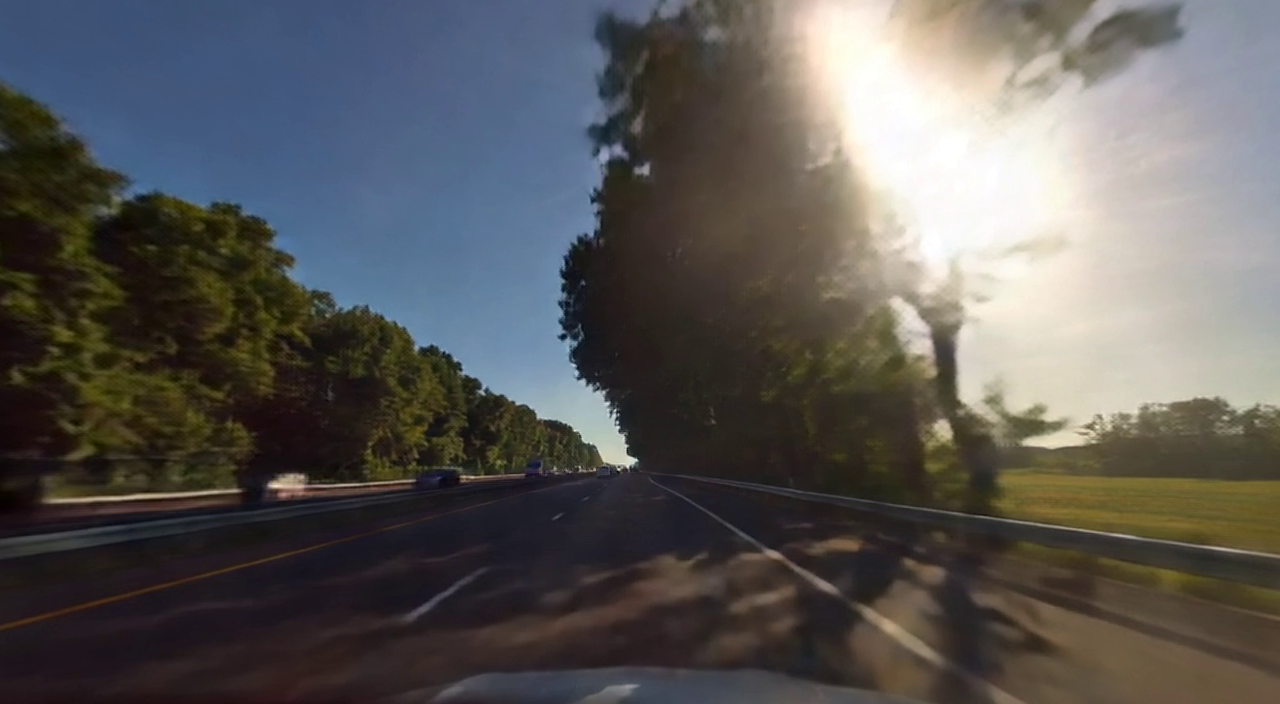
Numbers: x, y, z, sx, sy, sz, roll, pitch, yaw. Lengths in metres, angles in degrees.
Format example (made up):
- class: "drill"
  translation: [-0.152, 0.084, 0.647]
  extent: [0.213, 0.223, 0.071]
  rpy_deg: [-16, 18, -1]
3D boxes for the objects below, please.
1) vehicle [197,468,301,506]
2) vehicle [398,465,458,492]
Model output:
- class: "vehicle"
  translation: [-17.131, 5.920, 27.909]
  extent: [1.806, 1.484, 4.295]
  rpy_deg: [1, -11, 0]
- class: "vehicle"
  translation: [-12.909, 7.730, 38.694]
  extent: [2.071, 1.483, 4.711]
  rpy_deg: [1, -11, -1]
